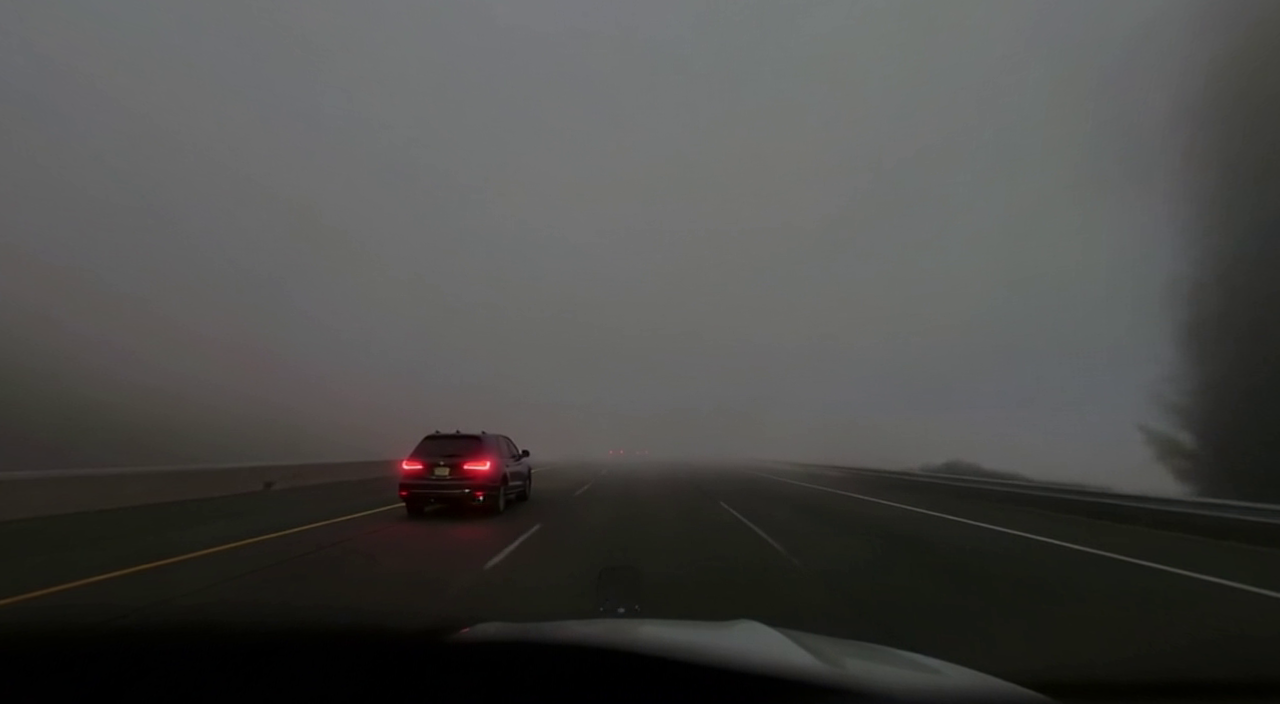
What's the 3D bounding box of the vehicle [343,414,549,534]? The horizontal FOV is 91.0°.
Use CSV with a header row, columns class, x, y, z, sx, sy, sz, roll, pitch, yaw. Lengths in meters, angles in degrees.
class,x,y,z,sx,sy,sz,roll,pitch,yaw
vehicle,-3.541,2.401,12.992,2.379,1.918,5.504,0,-9,1
